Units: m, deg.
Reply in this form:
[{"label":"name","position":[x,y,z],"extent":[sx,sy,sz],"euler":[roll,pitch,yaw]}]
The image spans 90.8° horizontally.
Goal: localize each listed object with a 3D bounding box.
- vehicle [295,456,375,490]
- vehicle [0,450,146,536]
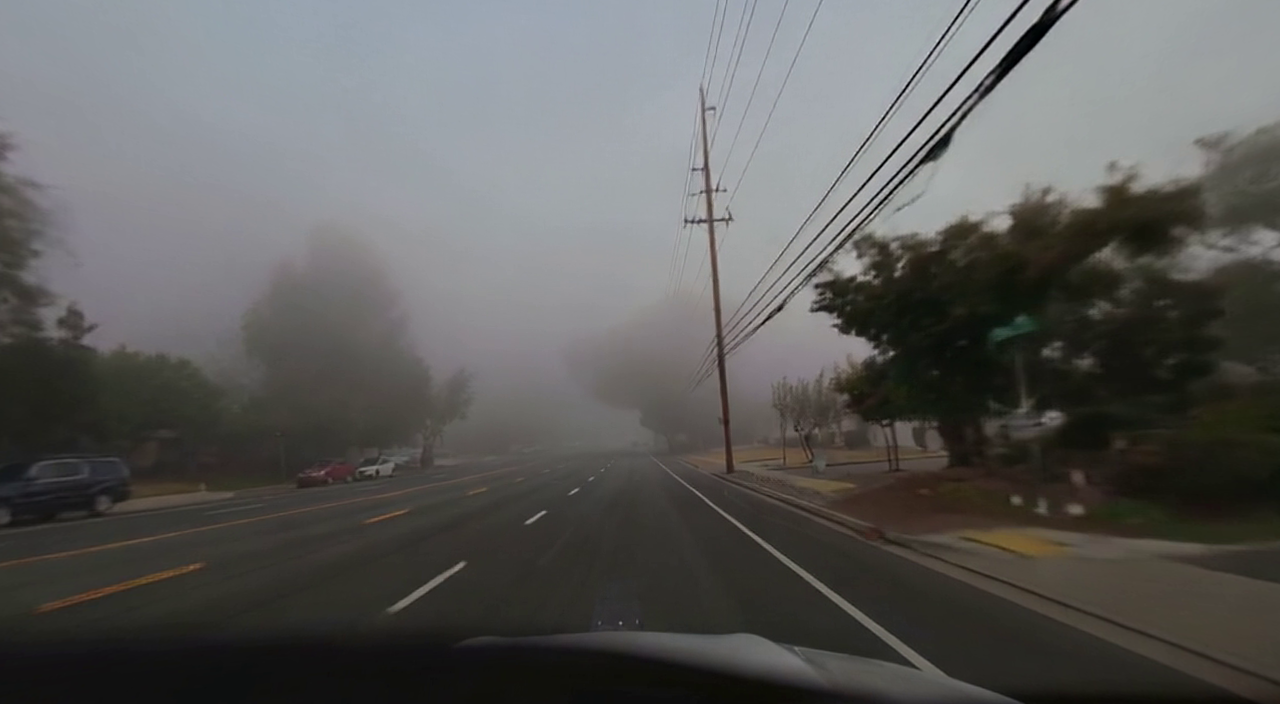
[{"label":"vehicle","position":[-15.968,6.329,33.401],"extent":[2.031,1.482,4.476],"euler":[-4,-9,0]},{"label":"vehicle","position":[-15.879,3.601,16.528],"extent":[2.071,1.883,4.915],"euler":[-2,-8,-3]}]
